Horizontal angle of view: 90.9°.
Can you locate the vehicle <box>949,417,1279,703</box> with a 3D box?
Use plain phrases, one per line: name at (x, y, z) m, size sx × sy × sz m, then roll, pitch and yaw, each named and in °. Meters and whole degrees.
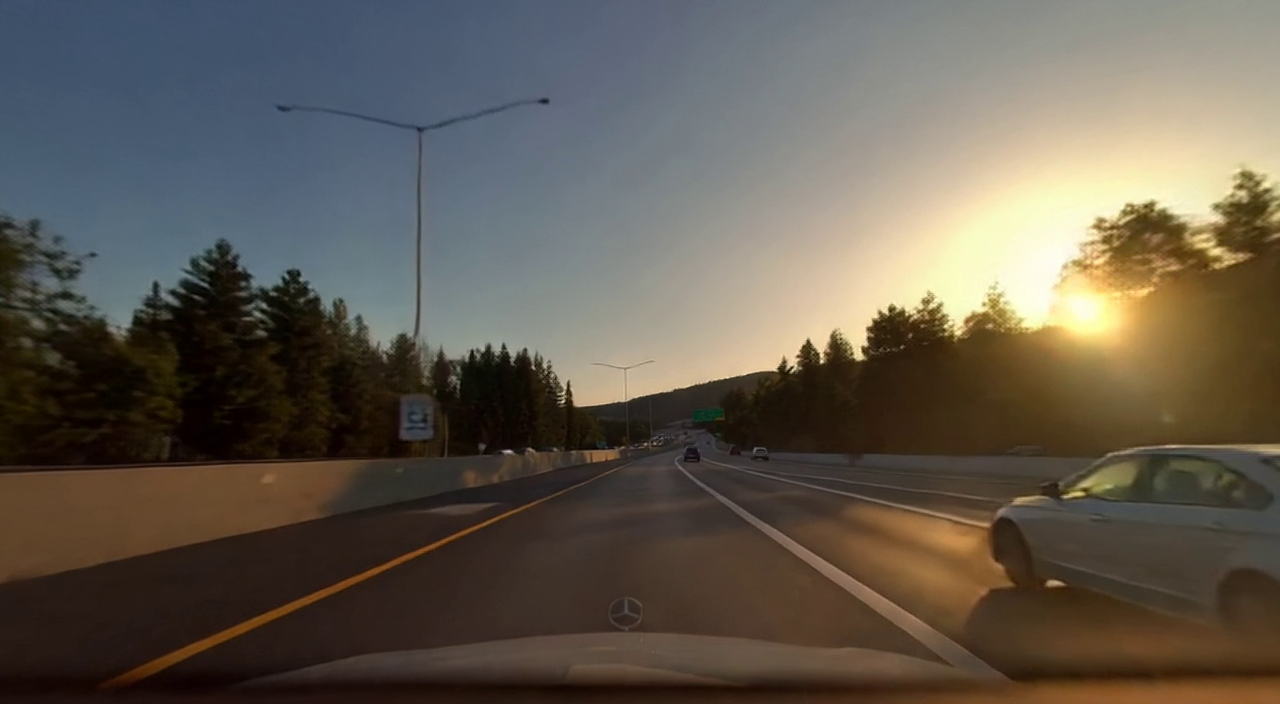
vehicle at (3.838, 1.159, 3.677) m, size 1.938 × 1.456 × 4.204 m, roll 0°, pitch -9°, yaw 0°
